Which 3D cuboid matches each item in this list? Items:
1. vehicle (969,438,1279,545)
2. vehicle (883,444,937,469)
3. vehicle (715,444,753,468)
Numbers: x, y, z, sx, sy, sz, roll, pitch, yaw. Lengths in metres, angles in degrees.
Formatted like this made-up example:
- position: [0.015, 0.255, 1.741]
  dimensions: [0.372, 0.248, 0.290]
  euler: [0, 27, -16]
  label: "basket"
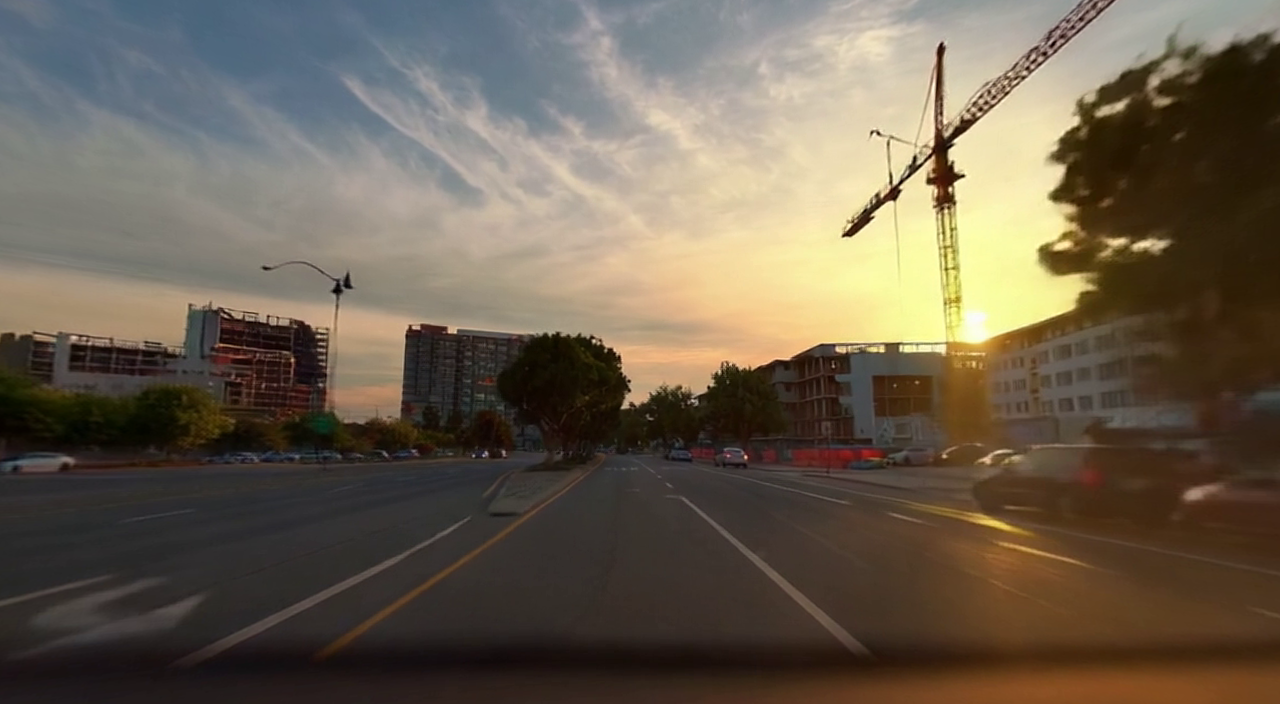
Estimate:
- position: [8.026, 2.251, 10.964]
  dimensions: [2.079, 1.442, 4.406]
  euler: [0, -9, -3]
  label: "vehicle"
- position: [20.014, 7.736, 47.007]
  dimensions: [1.965, 1.690, 4.077]
  euler: [0, -8, -3]
  label: "vehicle"
- position: [7.038, 7.862, 47.933]
  dimensions: [2.080, 1.706, 4.392]
  euler: [0, -9, -2]
  label: "vehicle"
